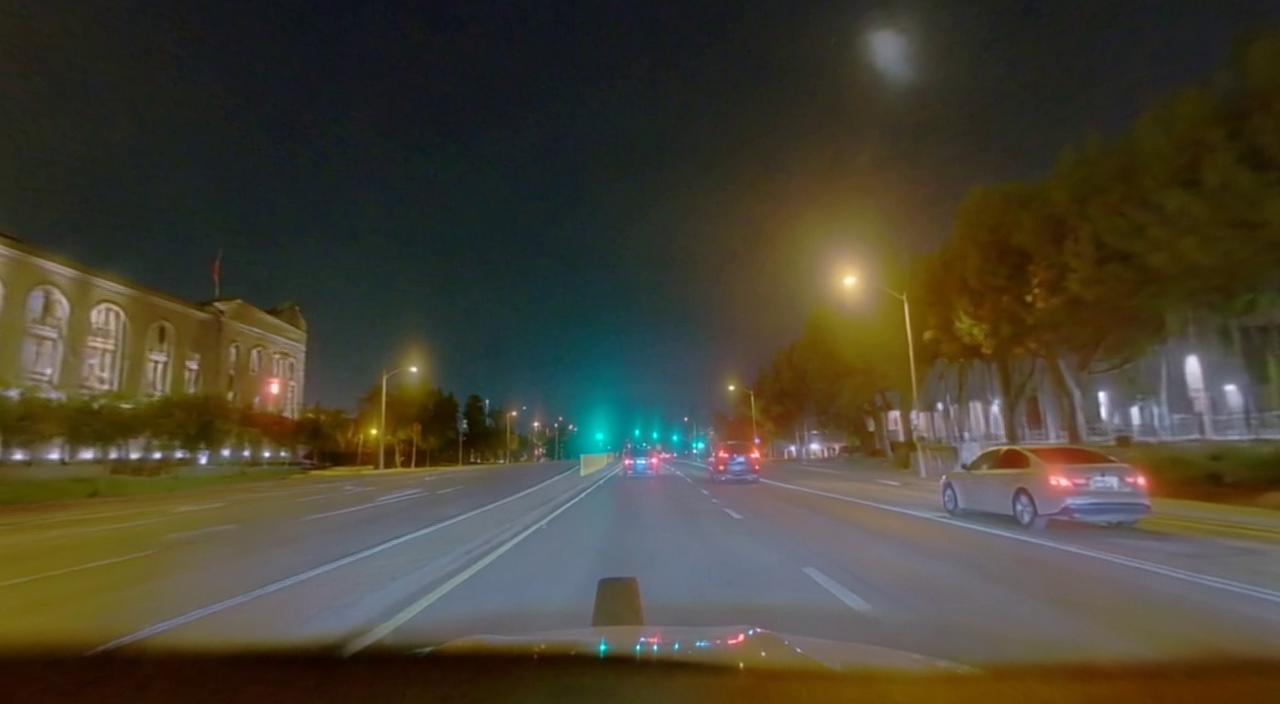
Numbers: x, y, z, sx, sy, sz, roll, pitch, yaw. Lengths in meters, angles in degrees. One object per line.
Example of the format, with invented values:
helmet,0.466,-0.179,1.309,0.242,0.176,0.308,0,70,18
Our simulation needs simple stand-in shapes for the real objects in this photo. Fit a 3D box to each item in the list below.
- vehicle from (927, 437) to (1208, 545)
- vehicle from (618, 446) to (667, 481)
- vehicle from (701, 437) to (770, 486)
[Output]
vehicle,6.938,2.267,10.983,1.868,1.472,4.274,0,-9,0
vehicle,0.117,4.992,28.486,2.054,1.446,3.969,-1,-9,0
vehicle,3.753,4.392,25.631,2.036,1.757,4.300,0,-9,-1
